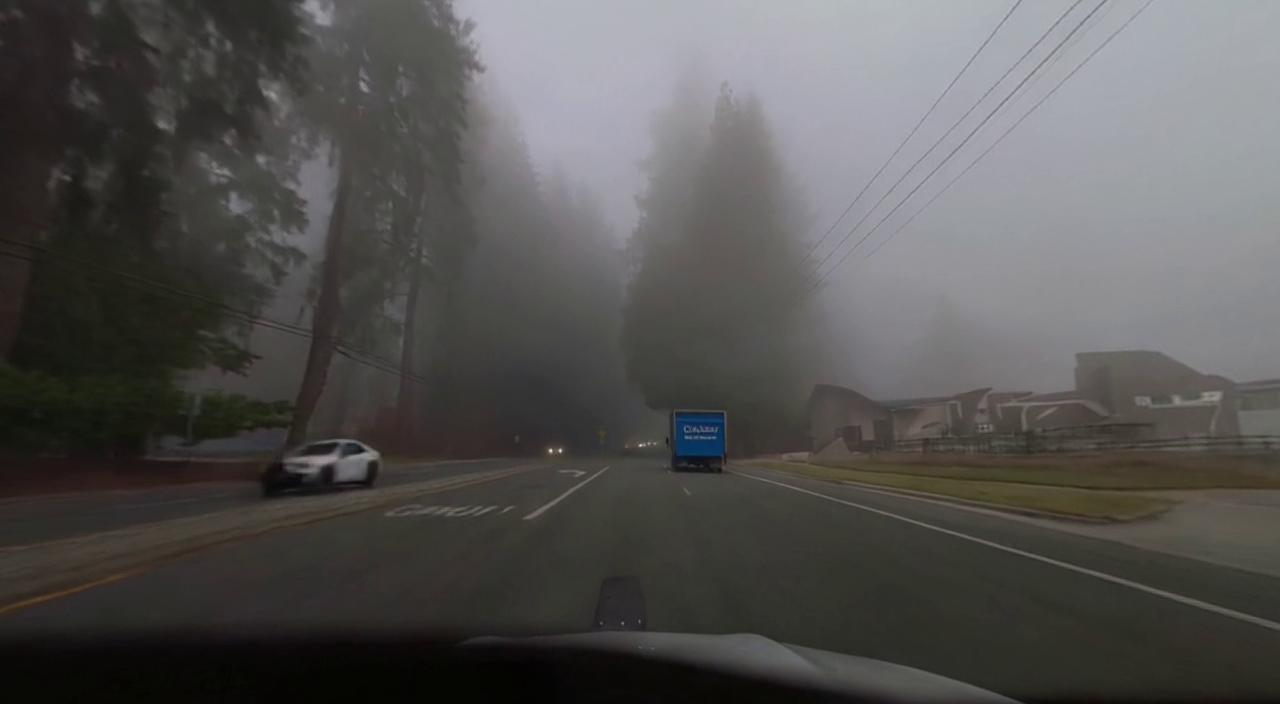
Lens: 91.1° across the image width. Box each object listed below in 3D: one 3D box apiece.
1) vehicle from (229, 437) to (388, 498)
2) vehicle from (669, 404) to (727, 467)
[{"bbox_3d":[-9.071,3.171,17.736,2.011,1.460,4.420,0,-8,1],"label":"vehicle"},{"bbox_3d":[3.802,5.849,43.550,2.973,3.848,9.336,1,-8,-1],"label":"vehicle"}]
